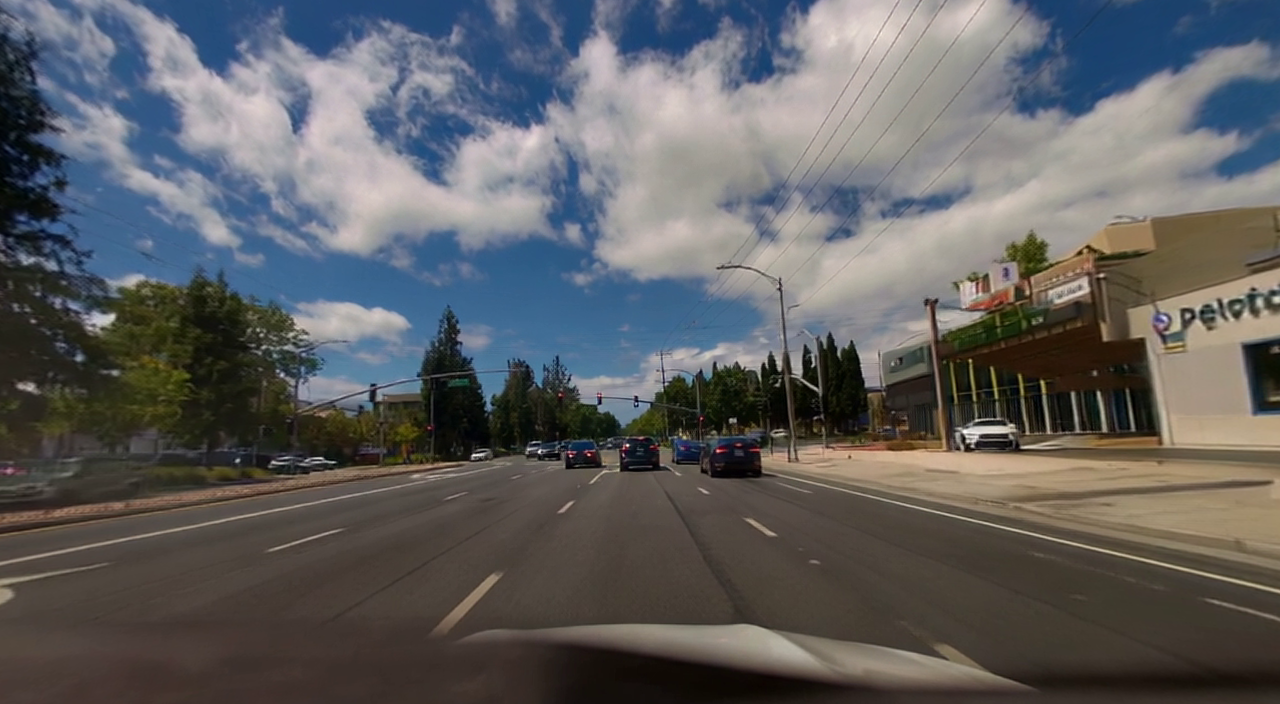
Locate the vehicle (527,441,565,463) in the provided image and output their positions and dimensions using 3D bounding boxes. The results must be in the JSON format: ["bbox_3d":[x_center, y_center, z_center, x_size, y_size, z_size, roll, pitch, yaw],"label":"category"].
[{"bbox_3d":[-6.660,7.109,45.048,1.954,1.473,4.350,0,-9,1],"label":"vehicle"}]

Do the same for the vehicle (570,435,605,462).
[{"bbox_3d":[-3.603,6.795,44.369,2.106,1.778,4.444,0,-9,0],"label":"vehicle"}]

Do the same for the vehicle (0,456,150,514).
[{"bbox_3d":[-17.900,4.039,19.636,1.832,1.515,4.369,0,-9,-1],"label":"vehicle"}]

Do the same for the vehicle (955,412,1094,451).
[{"bbox_3d":[15.639,3.294,25.913,4.344,1.512,1.936,-1,-9,5],"label":"vehicle"}]

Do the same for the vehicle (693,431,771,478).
[{"bbox_3d":[3.540,4.078,25.299,2.198,1.660,4.512,0,-9,-3],"label":"vehicle"}]

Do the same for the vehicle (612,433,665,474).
[{"bbox_3d":[-0.142,4.469,27.959,2.146,1.685,4.003,0,-9,-2],"label":"vehicle"}]
